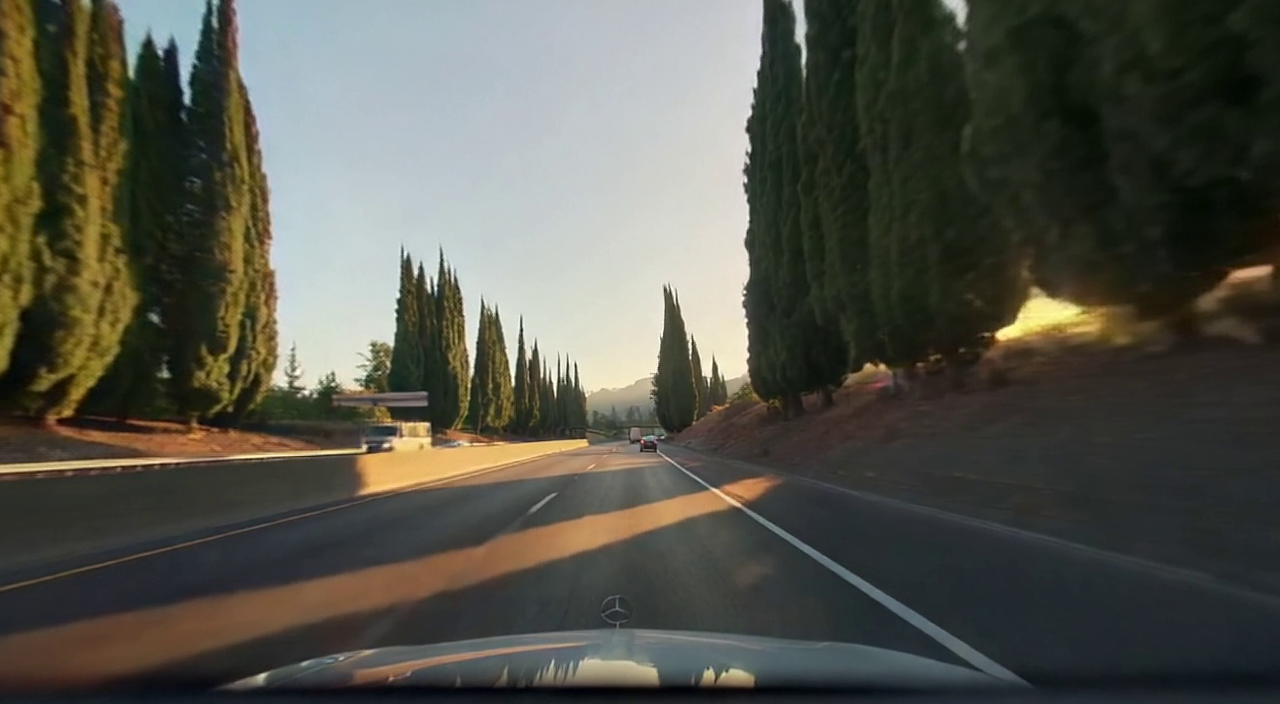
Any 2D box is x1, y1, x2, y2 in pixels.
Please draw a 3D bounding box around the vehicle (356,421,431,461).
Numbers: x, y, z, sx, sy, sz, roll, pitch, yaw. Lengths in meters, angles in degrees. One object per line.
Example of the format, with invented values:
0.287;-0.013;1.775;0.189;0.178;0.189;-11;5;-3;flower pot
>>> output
-16.904;6.158;43.694;2.461;2.573;6.713;0;-8;0;vehicle
